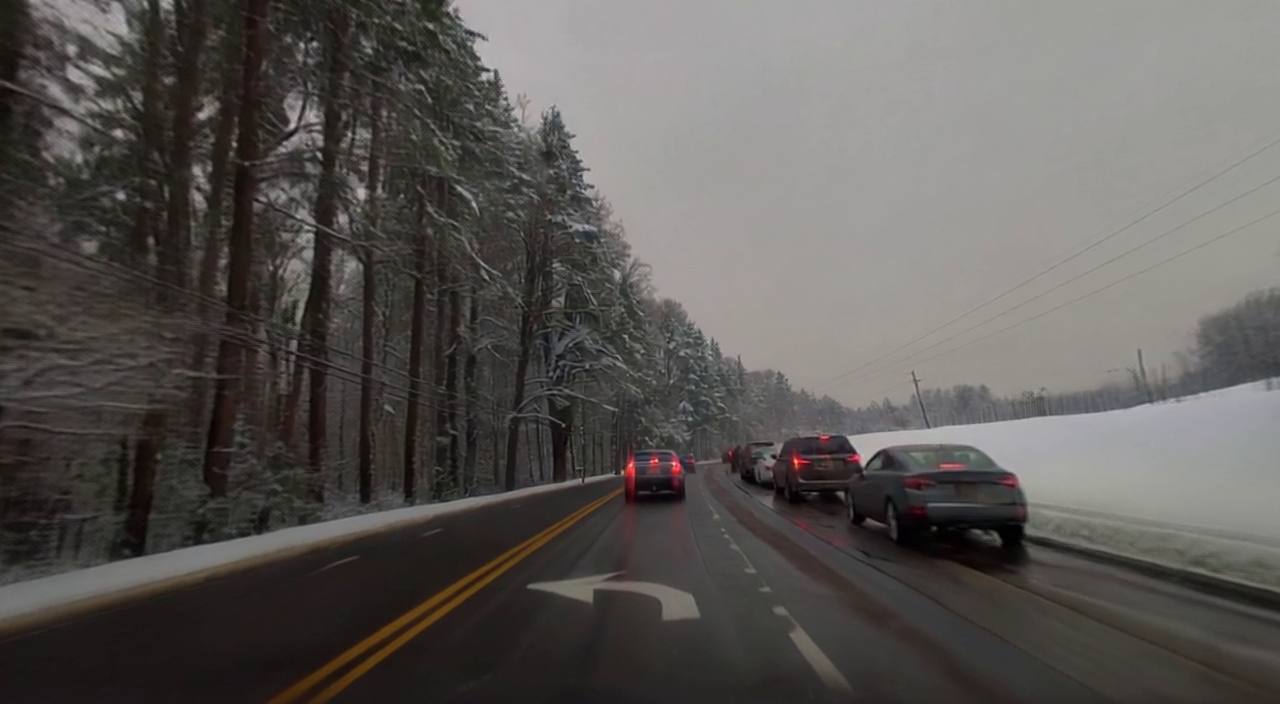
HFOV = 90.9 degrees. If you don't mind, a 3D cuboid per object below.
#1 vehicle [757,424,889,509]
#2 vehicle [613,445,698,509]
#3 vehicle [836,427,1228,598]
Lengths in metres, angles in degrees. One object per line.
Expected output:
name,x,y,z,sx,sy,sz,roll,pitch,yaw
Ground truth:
vehicle,4.405,2.834,16.075,2.066,1.804,4.751,0,-8,2
vehicle,0.440,3.349,17.442,2.078,1.521,4.058,0,-8,2
vehicle,4.168,1.757,7.965,1.992,1.469,4.823,0,-8,2
